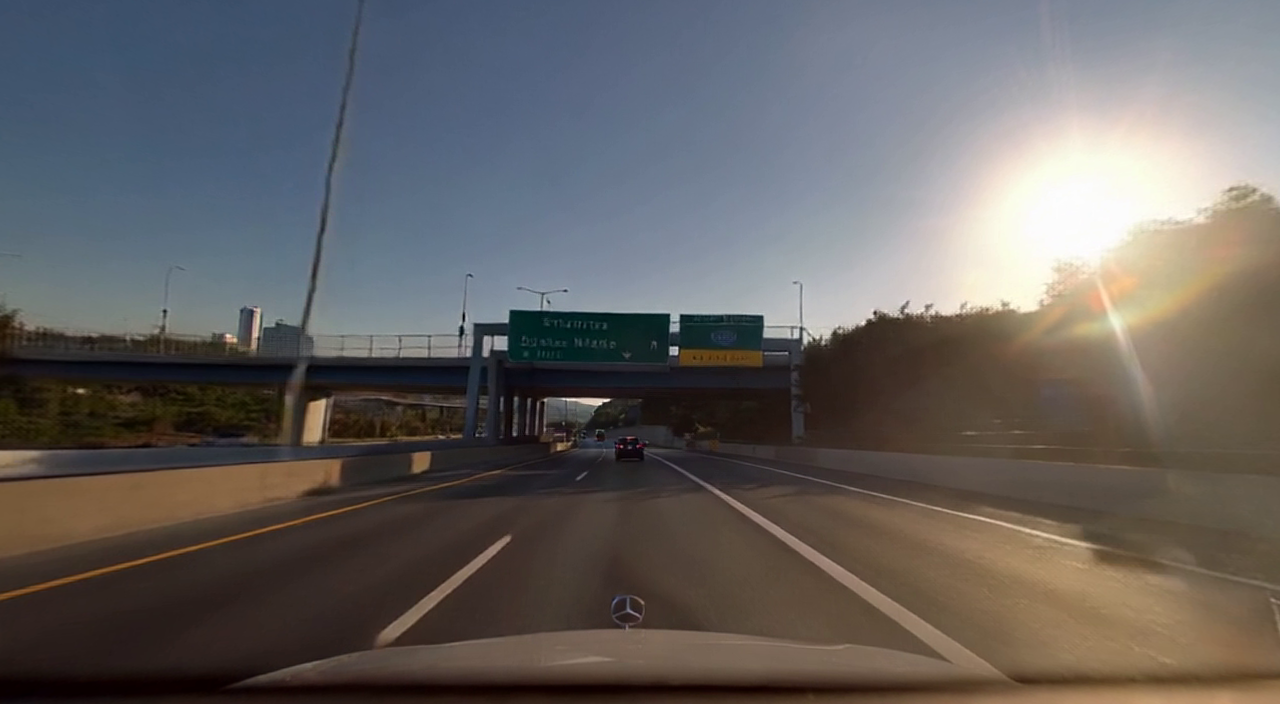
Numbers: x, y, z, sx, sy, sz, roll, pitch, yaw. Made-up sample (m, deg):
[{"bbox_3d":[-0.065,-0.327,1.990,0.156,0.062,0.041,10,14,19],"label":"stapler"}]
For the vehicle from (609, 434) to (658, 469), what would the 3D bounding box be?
[{"bbox_3d":[-0.287,4.718,29.954,2.130,1.512,4.057,0,-8,0],"label":"vehicle"}]
